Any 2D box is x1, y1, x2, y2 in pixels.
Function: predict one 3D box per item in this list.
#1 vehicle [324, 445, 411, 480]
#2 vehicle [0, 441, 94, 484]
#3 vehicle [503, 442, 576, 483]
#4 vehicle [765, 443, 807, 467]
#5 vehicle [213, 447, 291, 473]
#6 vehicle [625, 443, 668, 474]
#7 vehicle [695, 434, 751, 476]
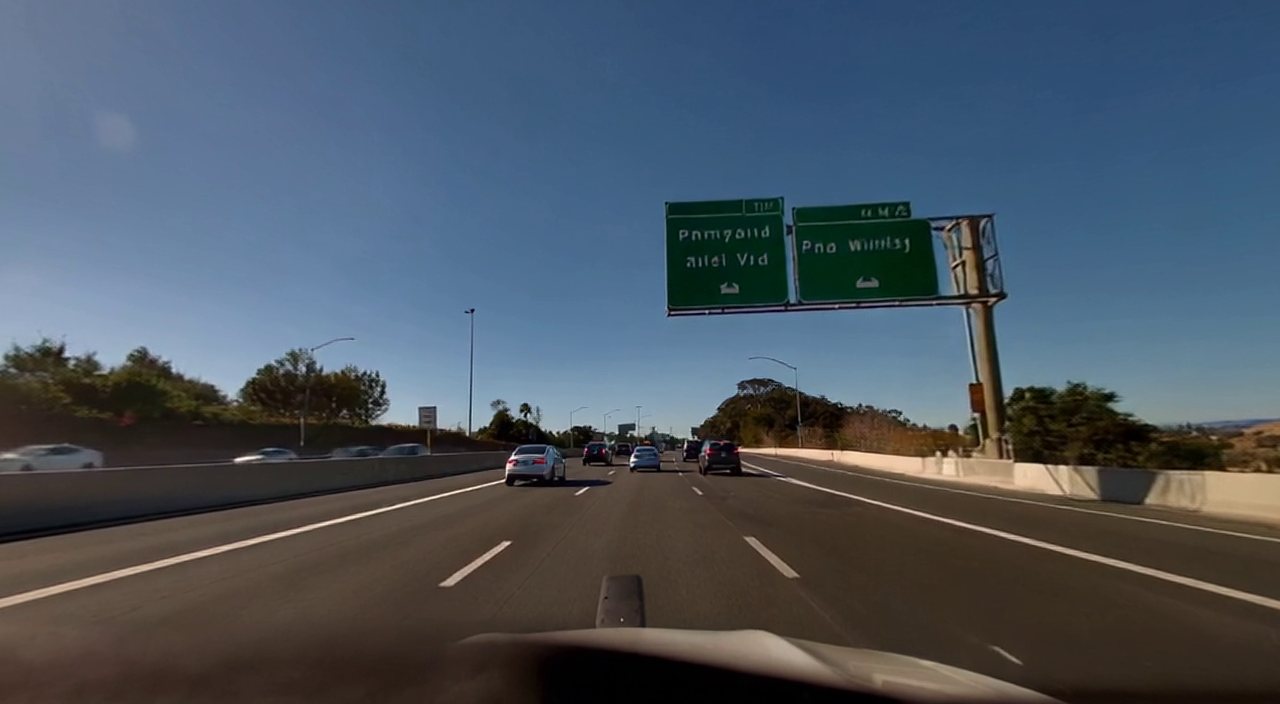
[{"bbox_3d":[-12.830,5.215,29.981,1.962,1.520,4.617,0,-9,2],"label":"vehicle"},{"bbox_3d":[-26.258,4.630,26.626,1.941,1.685,4.713,0,-9,2],"label":"vehicle"},{"bbox_3d":[-3.887,4.369,25.202,1.996,1.488,4.451,0,-9,2],"label":"vehicle"},{"bbox_3d":[9.606,6.819,41.772,1.971,1.464,4.357,0,-9,3],"label":"vehicle"},{"bbox_3d":[-23.549,6.573,38.459,1.856,1.497,4.453,0,-9,1],"label":"vehicle"},{"bbox_3d":[0.362,5.430,32.321,2.071,1.478,4.130,0,-9,1],"label":"vehicle"},{"bbox_3d":[3.738,4.725,29.032,2.045,1.768,4.249,0,-9,0],"label":"vehicle"}]
